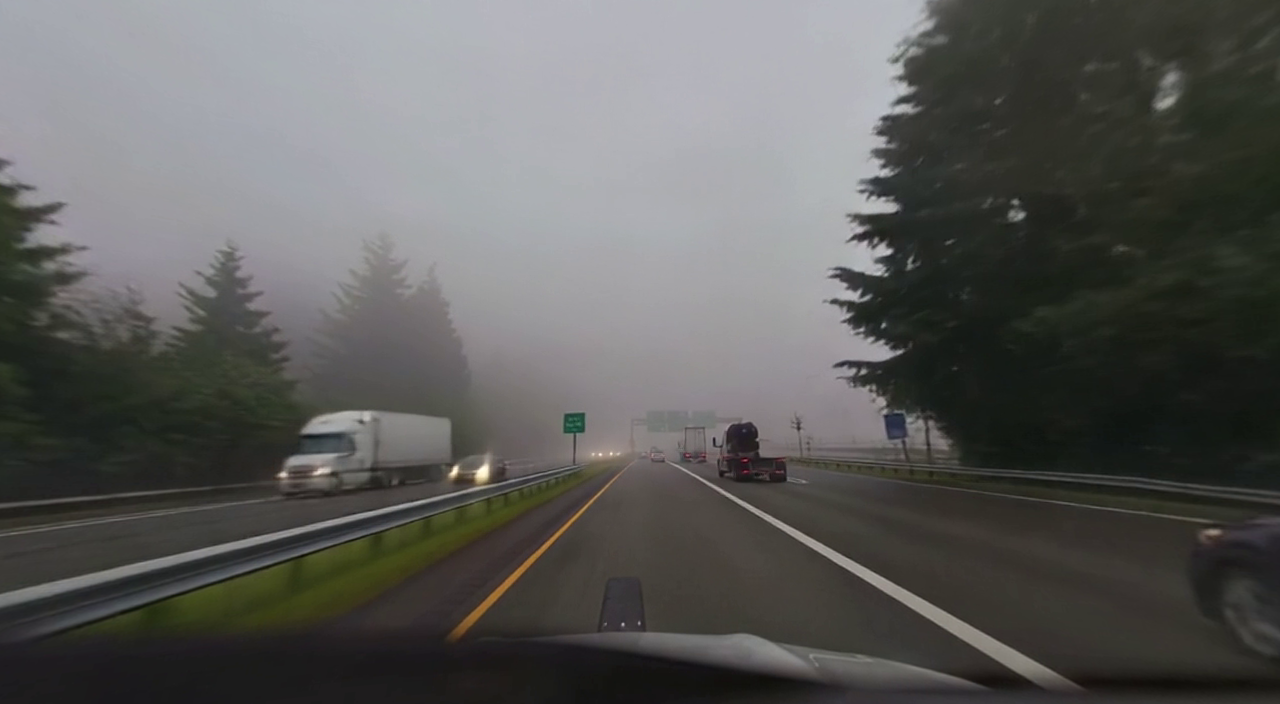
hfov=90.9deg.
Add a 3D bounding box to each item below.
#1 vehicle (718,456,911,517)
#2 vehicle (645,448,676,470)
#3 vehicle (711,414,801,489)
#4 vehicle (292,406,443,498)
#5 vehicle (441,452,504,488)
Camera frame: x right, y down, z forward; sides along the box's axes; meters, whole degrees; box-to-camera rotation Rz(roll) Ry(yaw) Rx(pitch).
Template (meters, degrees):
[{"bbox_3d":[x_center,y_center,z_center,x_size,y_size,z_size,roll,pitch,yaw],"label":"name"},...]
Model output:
[{"bbox_3d":[4.663,4.042,20.454,2.472,1.036,13.239,-2,-9,-1],"label":"vehicle"},{"bbox_3d":[1.423,7.497,44.372,2.049,1.500,3.790,0,-9,1],"label":"vehicle"},{"bbox_3d":[4.680,4.162,26.605,2.569,2.783,5.984,0,-9,-1],"label":"vehicle"},{"bbox_3d":[-12.259,4.646,29.571,2.938,3.612,8.757,0,-9,1],"label":"vehicle"},{"bbox_3d":[-8.173,5.784,31.133,1.893,1.495,4.489,-3,-9,0],"label":"vehicle"}]
